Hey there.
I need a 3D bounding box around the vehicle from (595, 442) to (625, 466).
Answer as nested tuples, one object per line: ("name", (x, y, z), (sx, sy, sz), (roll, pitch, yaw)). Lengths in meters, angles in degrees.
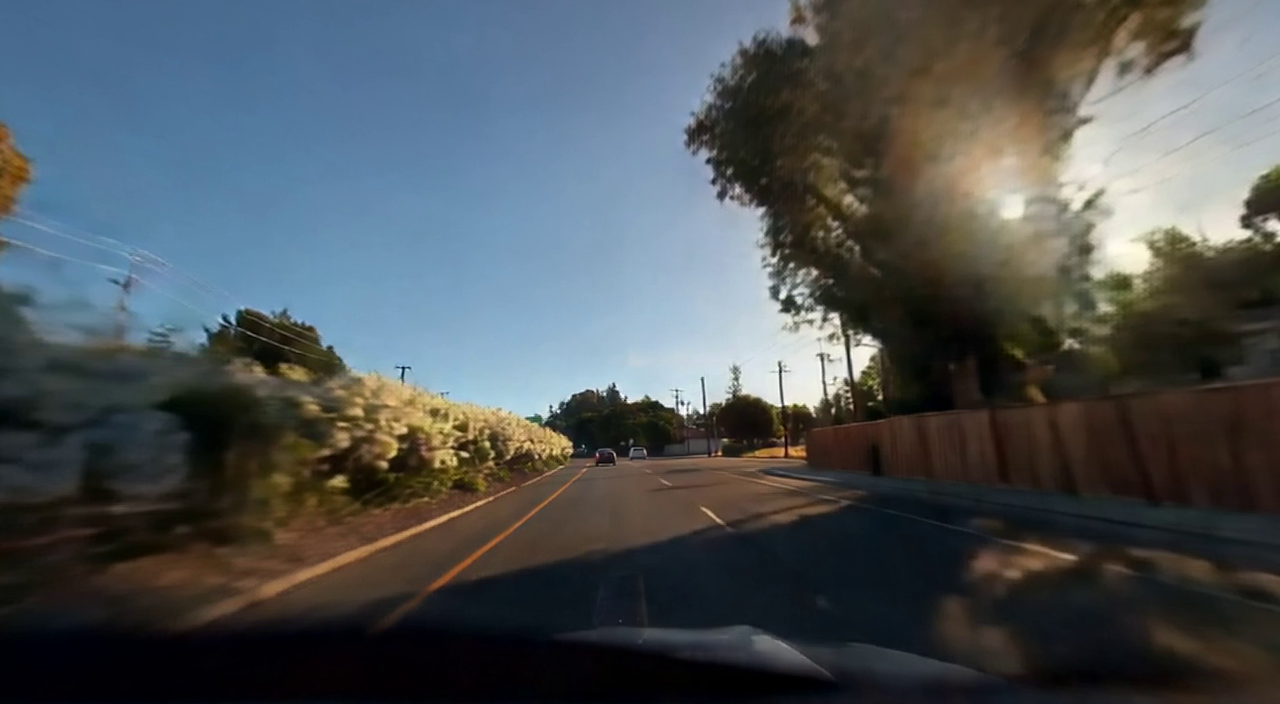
("vehicle", (-2.217, 7.364, 45.441), (2.005, 1.633, 4.044), (1, -8, -4))
